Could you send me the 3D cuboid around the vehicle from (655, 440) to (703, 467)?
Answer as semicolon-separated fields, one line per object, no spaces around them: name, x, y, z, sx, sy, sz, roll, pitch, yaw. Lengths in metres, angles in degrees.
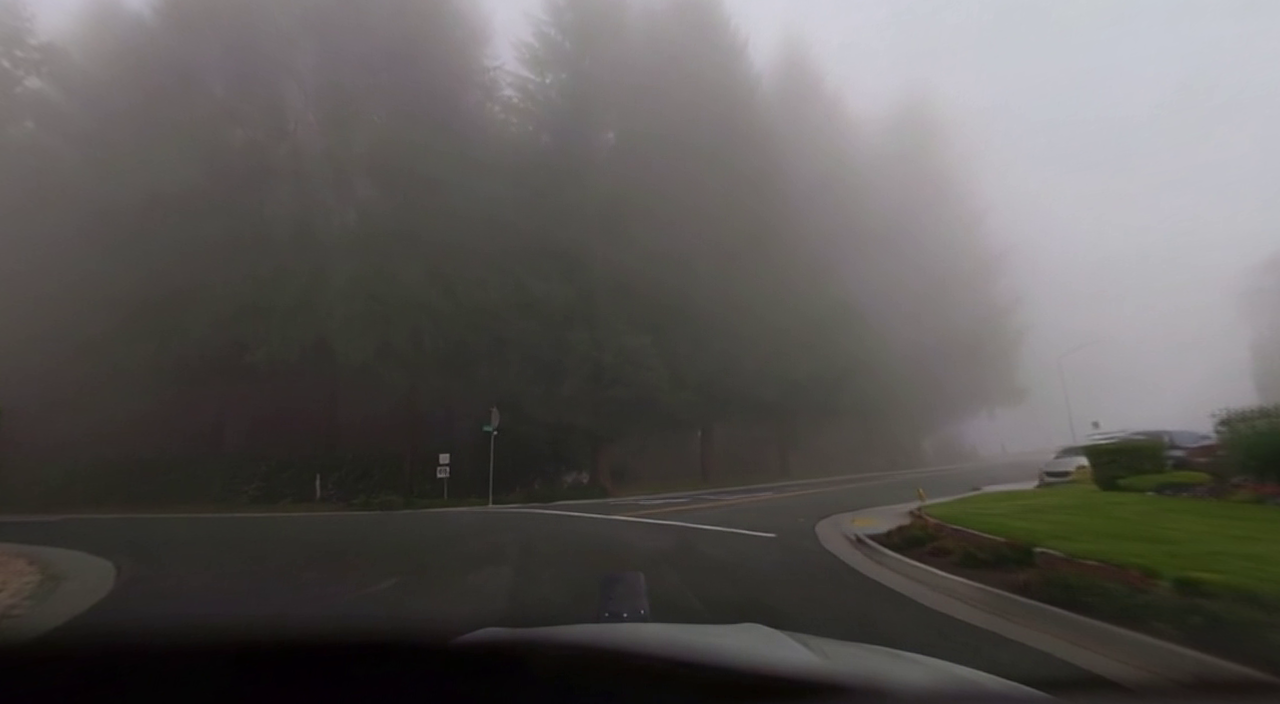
vehicle;2.334;6.184;38.292;1.802;1.548;3.501;3;-10;-17

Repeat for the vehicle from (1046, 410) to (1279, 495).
vehicle;13.228;2.468;15.773;2.023;1.756;4.799;3;-9;-19
